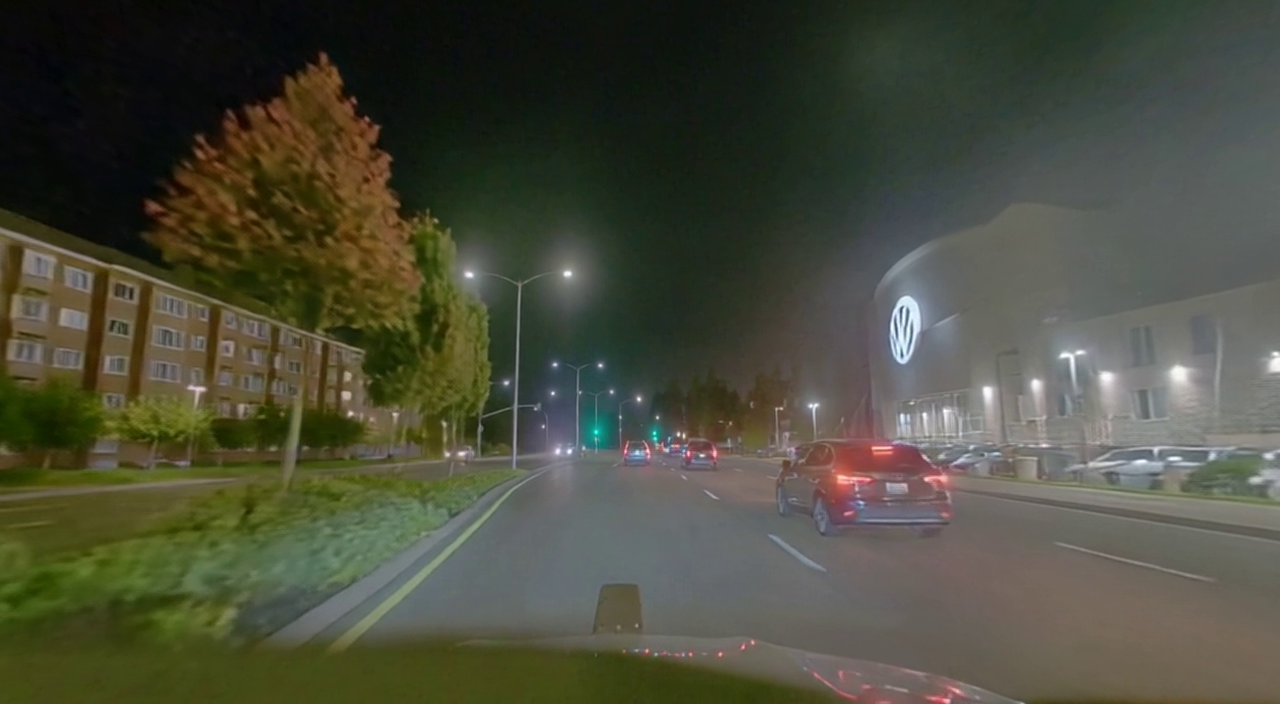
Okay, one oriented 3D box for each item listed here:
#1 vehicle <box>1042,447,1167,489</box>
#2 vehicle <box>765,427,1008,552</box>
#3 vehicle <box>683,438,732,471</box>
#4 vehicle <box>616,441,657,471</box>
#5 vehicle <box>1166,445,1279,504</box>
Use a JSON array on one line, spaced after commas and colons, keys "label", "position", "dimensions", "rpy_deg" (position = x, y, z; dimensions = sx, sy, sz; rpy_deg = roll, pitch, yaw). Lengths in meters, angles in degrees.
[{"label": "vehicle", "position": [17.625, 4.353, 23.975], "dimensions": [4.099, 1.413, 1.978], "rpy_deg": [4, -9, -25]}, {"label": "vehicle", "position": [3.518, 2.043, 10.198], "dimensions": [1.953, 1.514, 4.672], "rpy_deg": [0, -8, -1]}, {"label": "vehicle", "position": [3.528, 5.472, 33.881], "dimensions": [2.041, 1.611, 4.426], "rpy_deg": [0, -8, -1]}, {"label": "vehicle", "position": [-0.234, 5.540, 33.875], "dimensions": [2.095, 1.456, 3.873], "rpy_deg": [0, -8, -2]}, {"label": "vehicle", "position": [17.595, 3.437, 18.162], "dimensions": [4.044, 1.487, 1.977], "rpy_deg": [3, -9, -22]}]
